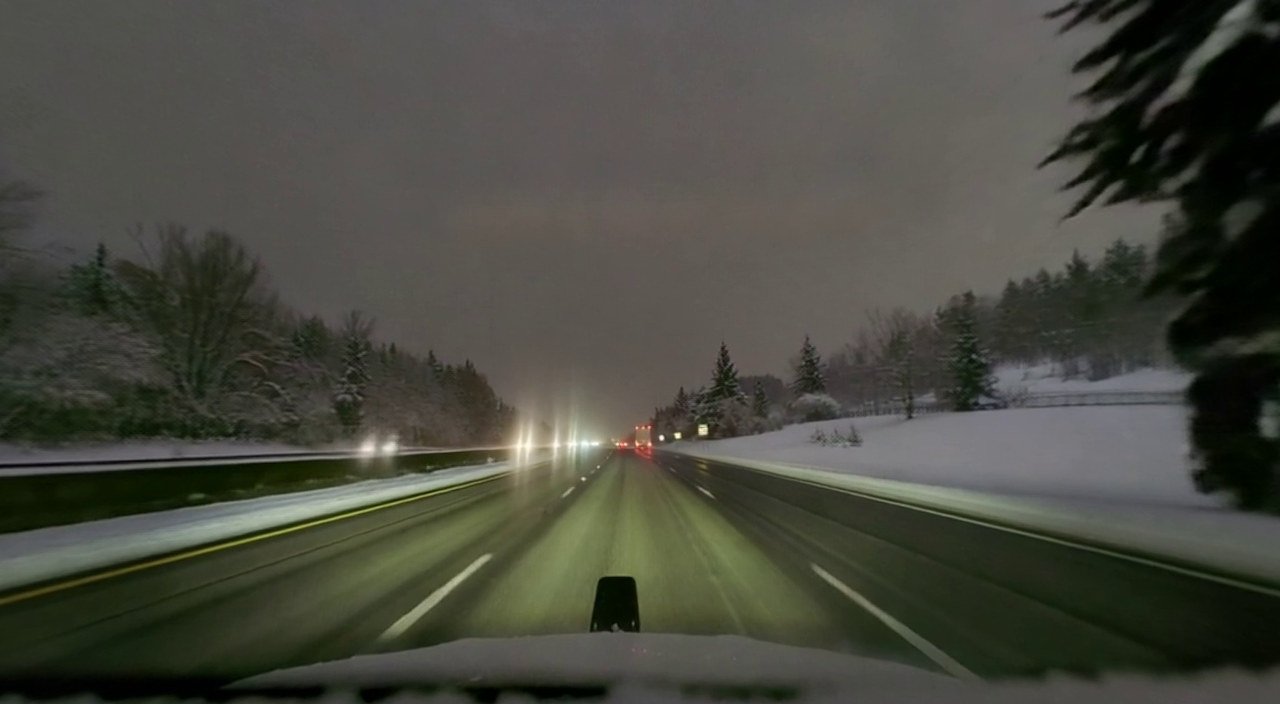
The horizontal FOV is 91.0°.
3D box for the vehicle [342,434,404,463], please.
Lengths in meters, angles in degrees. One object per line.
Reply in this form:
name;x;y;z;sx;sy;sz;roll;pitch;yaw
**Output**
vehicle;-17.692;6.400;41.937;2.037;1.828;4.941;0;-8;-1
